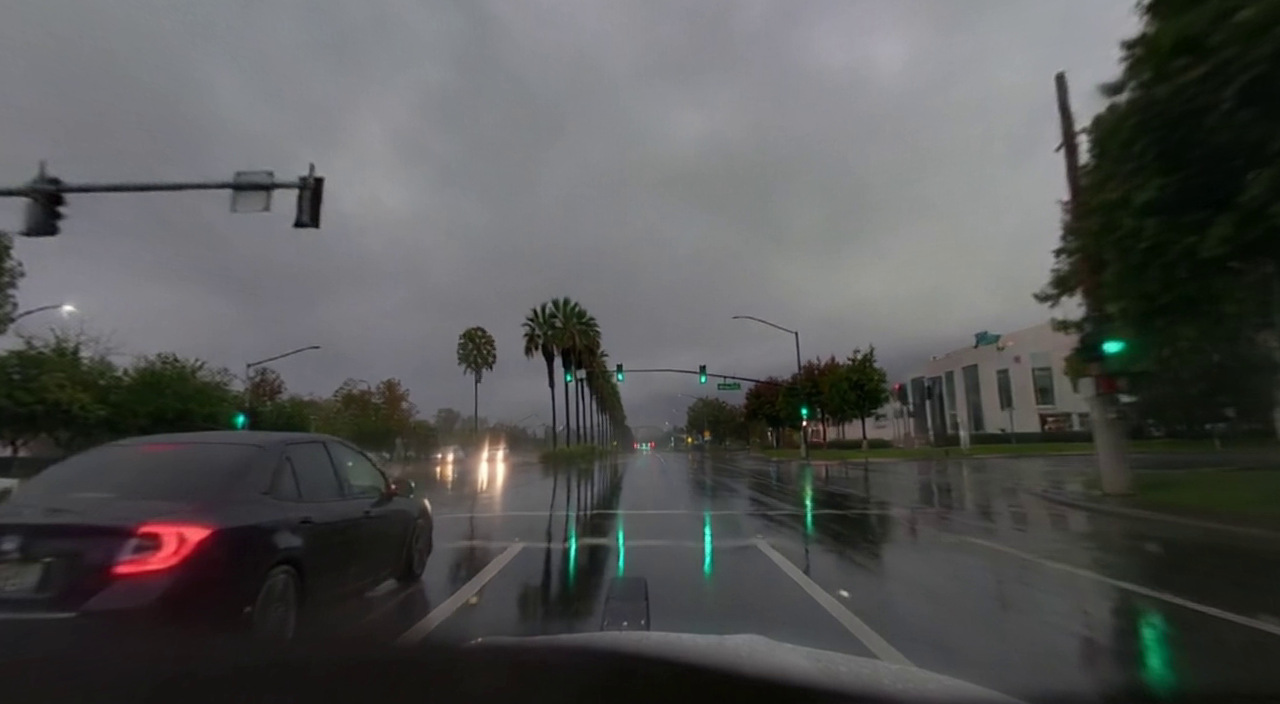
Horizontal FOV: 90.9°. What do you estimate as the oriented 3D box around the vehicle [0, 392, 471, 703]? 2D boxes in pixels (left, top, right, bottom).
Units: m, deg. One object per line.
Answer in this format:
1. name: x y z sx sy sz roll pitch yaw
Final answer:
1. vehicle: -3.081 1.278 4.825 2.162 1.549 4.795 0 -8 1
